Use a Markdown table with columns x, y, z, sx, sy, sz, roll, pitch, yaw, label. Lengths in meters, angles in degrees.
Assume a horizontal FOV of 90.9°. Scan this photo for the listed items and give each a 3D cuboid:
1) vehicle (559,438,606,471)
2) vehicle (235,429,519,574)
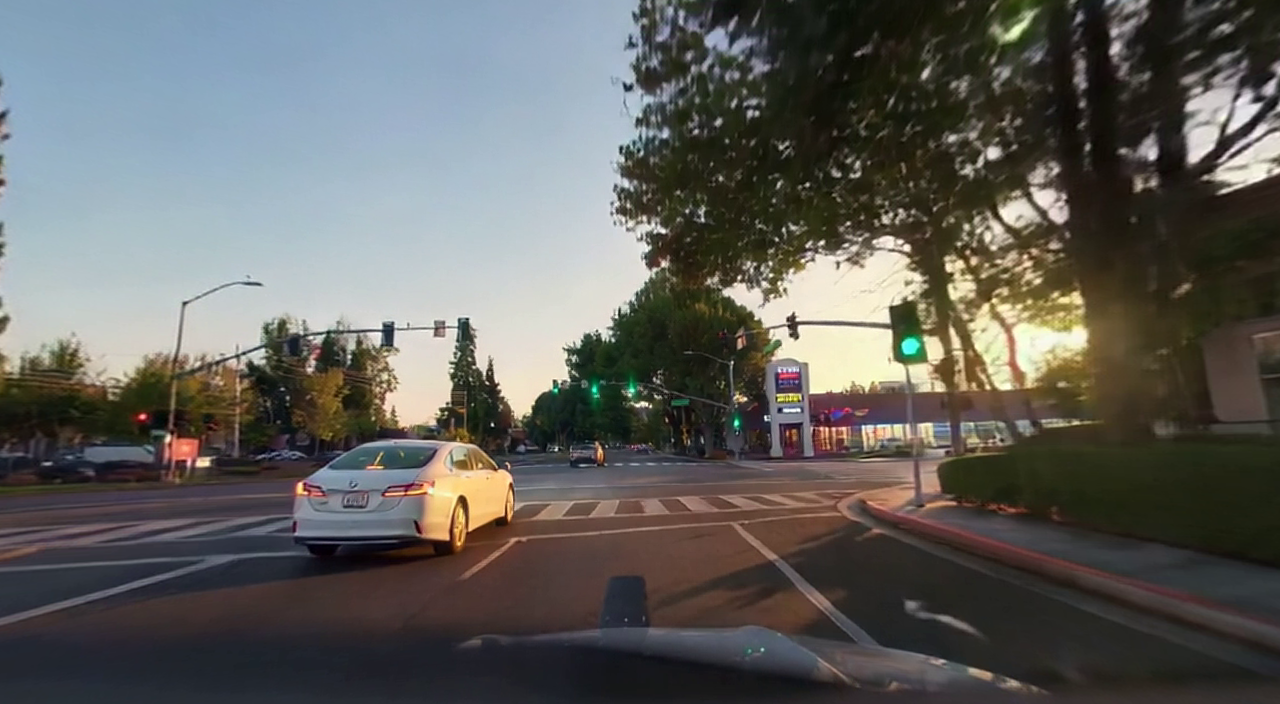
| x | y | z | sx | sy | sz | roll | pitch | yaw | label |
| --- | --- | --- | --- | --- | --- | --- | --- | --- | --- |
| -3.108 | 5.641 | 34.952 | 2.109 | 1.692 | 4.220 | 0 | -9 | 1 | vehicle |
| -3.141 | 1.872 | 8.751 | 2.018 | 1.477 | 4.401 | 0 | -9 | 0 | vehicle |
